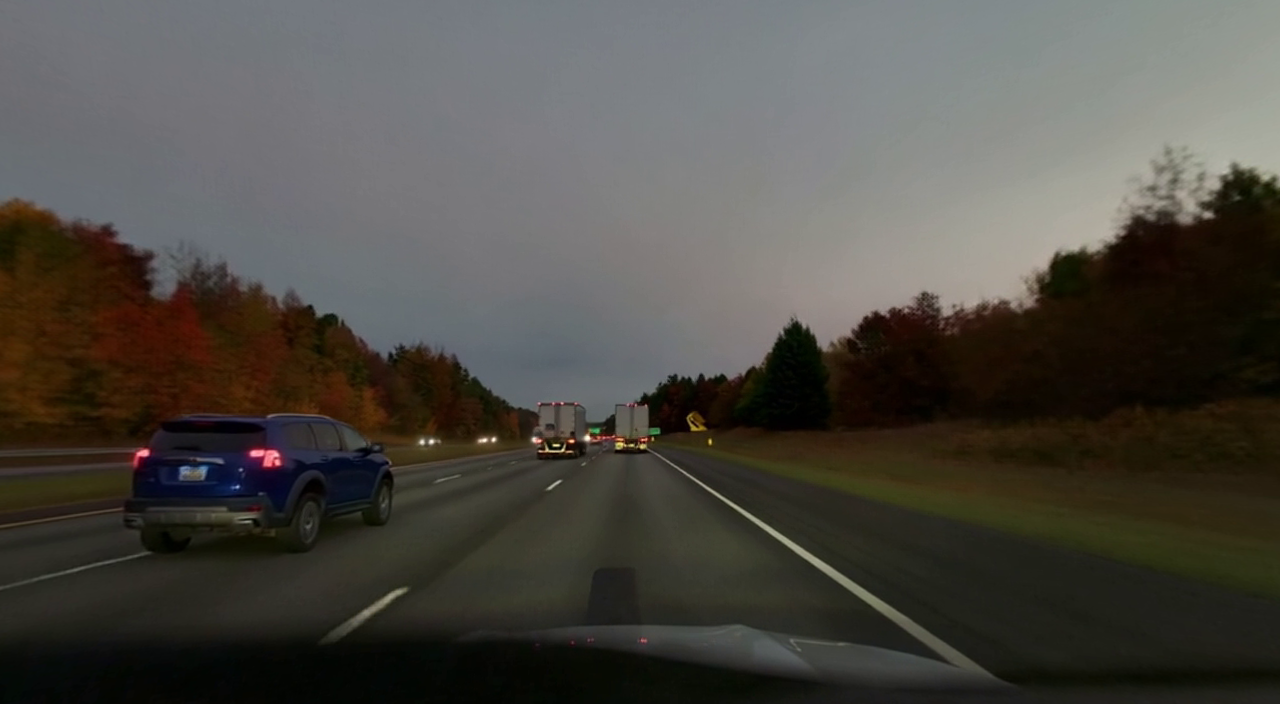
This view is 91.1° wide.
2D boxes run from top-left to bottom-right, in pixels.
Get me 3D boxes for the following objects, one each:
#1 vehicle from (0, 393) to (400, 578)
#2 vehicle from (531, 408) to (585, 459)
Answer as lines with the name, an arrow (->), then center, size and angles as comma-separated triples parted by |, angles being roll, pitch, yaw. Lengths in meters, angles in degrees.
vehicle -> -4.967, 1.509, 8.003 | 2.089, 1.669, 4.515 | 0, -8, -1
vehicle -> -4.650, 4.747, 36.713 | 2.383, 2.726, 5.677 | 0, -8, 0
